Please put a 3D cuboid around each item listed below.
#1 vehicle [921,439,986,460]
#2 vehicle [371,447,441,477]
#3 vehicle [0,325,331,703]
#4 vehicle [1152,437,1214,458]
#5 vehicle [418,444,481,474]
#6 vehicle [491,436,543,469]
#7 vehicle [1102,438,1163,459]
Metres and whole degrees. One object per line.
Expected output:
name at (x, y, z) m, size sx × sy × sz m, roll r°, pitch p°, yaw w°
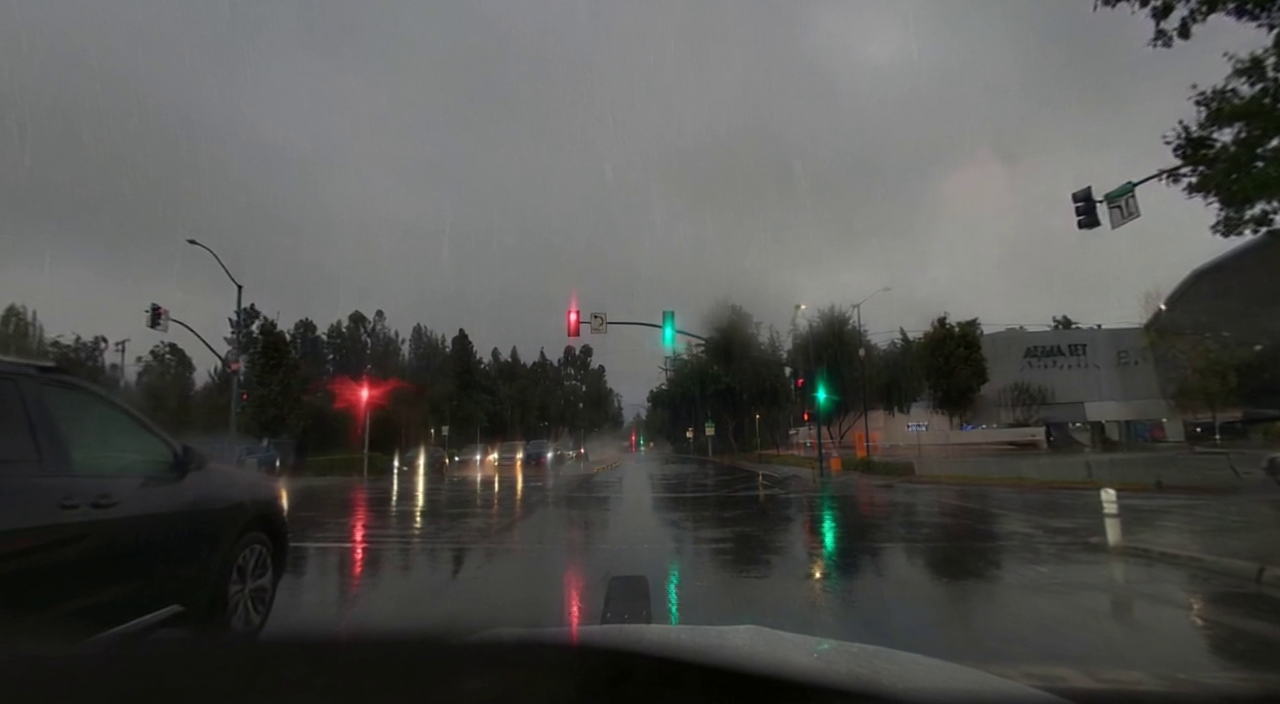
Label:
vehicle at (21.499, 6.677, 43.258) m, size 3.576 × 1.425 × 1.702 m, roll 2°, pitch -8°, yaw -11°
vehicle at (-12.997, 6.120, 35.363) m, size 2.011 × 1.480 × 4.747 m, roll 0°, pitch -8°, yaw 2°
vehicle at (-3.507, 0.856, 2.848) m, size 2.000 × 1.789 × 4.638 m, roll 1°, pitch -8°, yaw -2°
vehicle at (41.073, 7.233, 47.768) m, size 1.767 × 1.456 × 4.191 m, roll -4°, pitch -10°, yaw 15°
vehicle at (-10.633, 5.971, 35.601) m, size 2.041 × 1.548 × 4.868 m, roll 0°, pitch -8°, yaw 0°
vehicle at (-7.177, 5.911, 37.399) m, size 2.081 × 1.818 × 4.782 m, roll 0°, pitch -8°, yaw 1°
vehicle at (38.485, 7.565, 49.391) m, size 1.837 × 1.514 × 4.786 m, roll -2°, pitch -9°, yaw 12°
